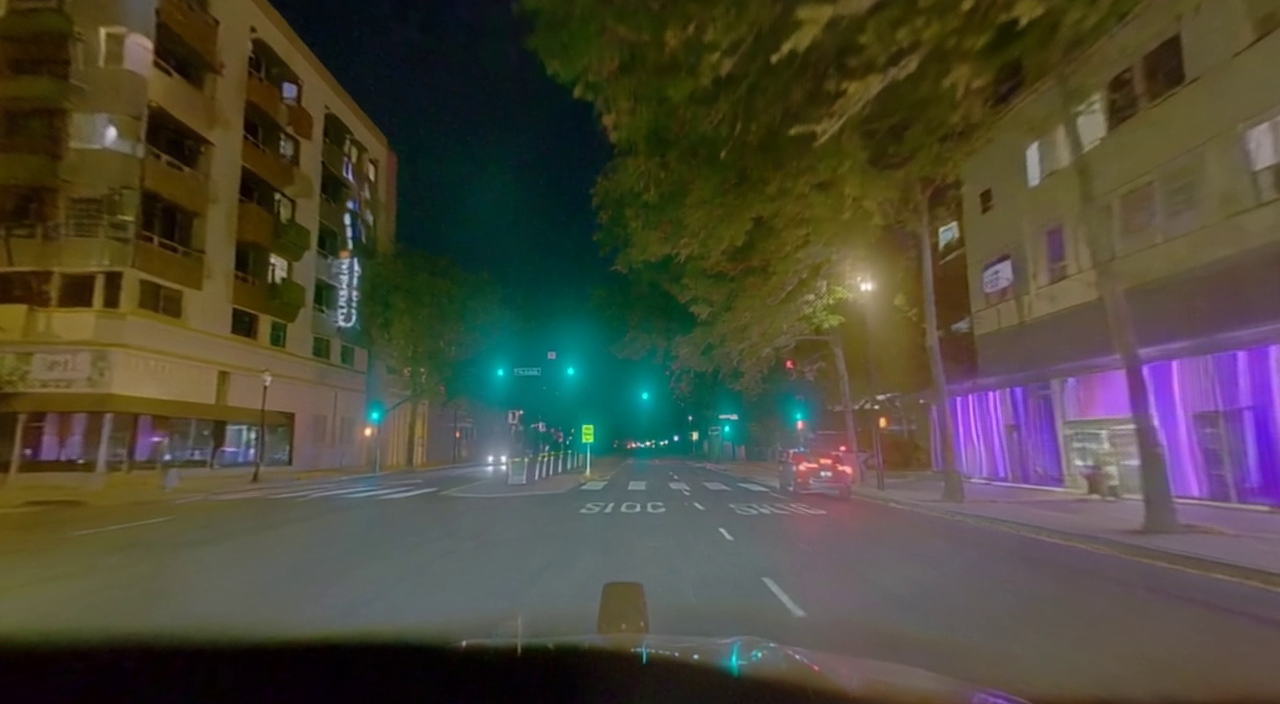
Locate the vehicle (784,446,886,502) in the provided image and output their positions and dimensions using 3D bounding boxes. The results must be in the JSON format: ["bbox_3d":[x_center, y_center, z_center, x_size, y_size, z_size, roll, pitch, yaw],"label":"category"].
[{"bbox_3d":[6.131,3.855,20.407,1.906,1.523,4.336,2,-9,0],"label":"vehicle"}]
